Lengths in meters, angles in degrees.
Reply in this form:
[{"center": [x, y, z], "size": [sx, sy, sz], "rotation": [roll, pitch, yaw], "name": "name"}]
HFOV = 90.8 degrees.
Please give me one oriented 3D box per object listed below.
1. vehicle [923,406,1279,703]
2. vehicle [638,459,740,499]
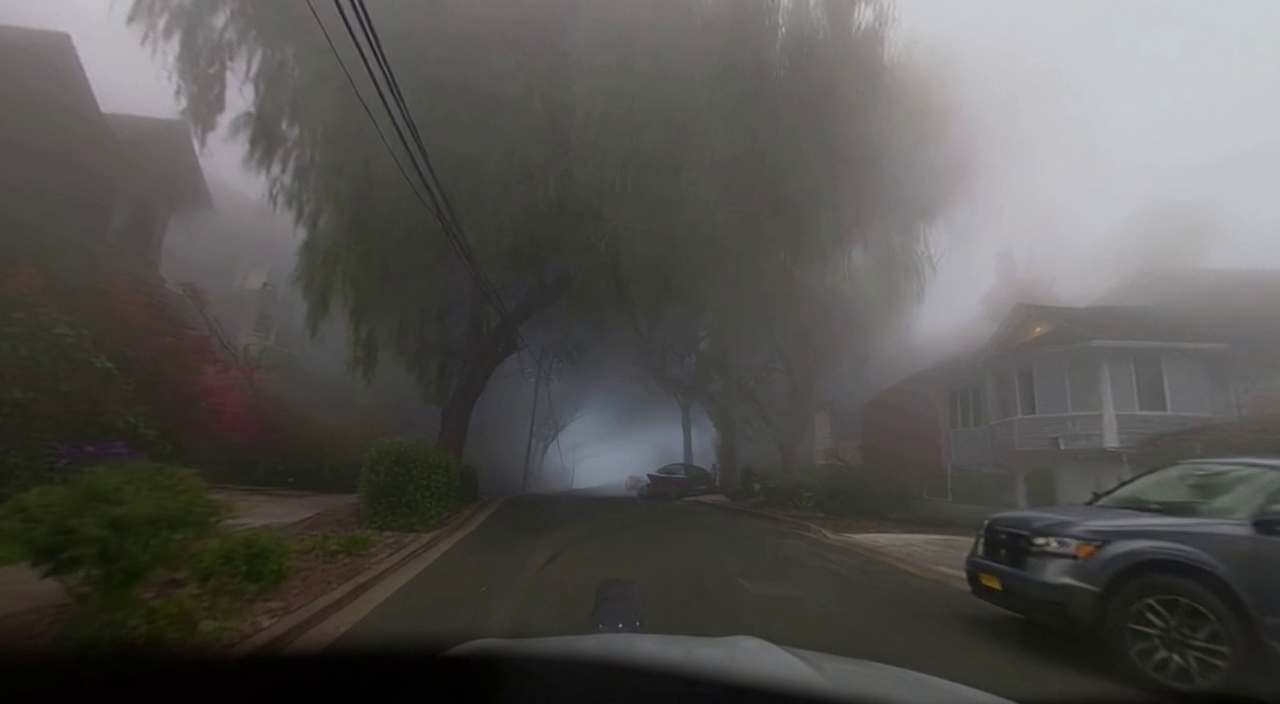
[{"center": [4.989, 1.610, 4.980], "size": [4.501, 1.678, 2.078], "rotation": [7, -9, -1], "name": "vehicle"}, {"center": [2.222, 5.881, 29.487], "size": [4.413, 1.728, 1.869], "rotation": [1, -9, -10], "name": "vehicle"}]
